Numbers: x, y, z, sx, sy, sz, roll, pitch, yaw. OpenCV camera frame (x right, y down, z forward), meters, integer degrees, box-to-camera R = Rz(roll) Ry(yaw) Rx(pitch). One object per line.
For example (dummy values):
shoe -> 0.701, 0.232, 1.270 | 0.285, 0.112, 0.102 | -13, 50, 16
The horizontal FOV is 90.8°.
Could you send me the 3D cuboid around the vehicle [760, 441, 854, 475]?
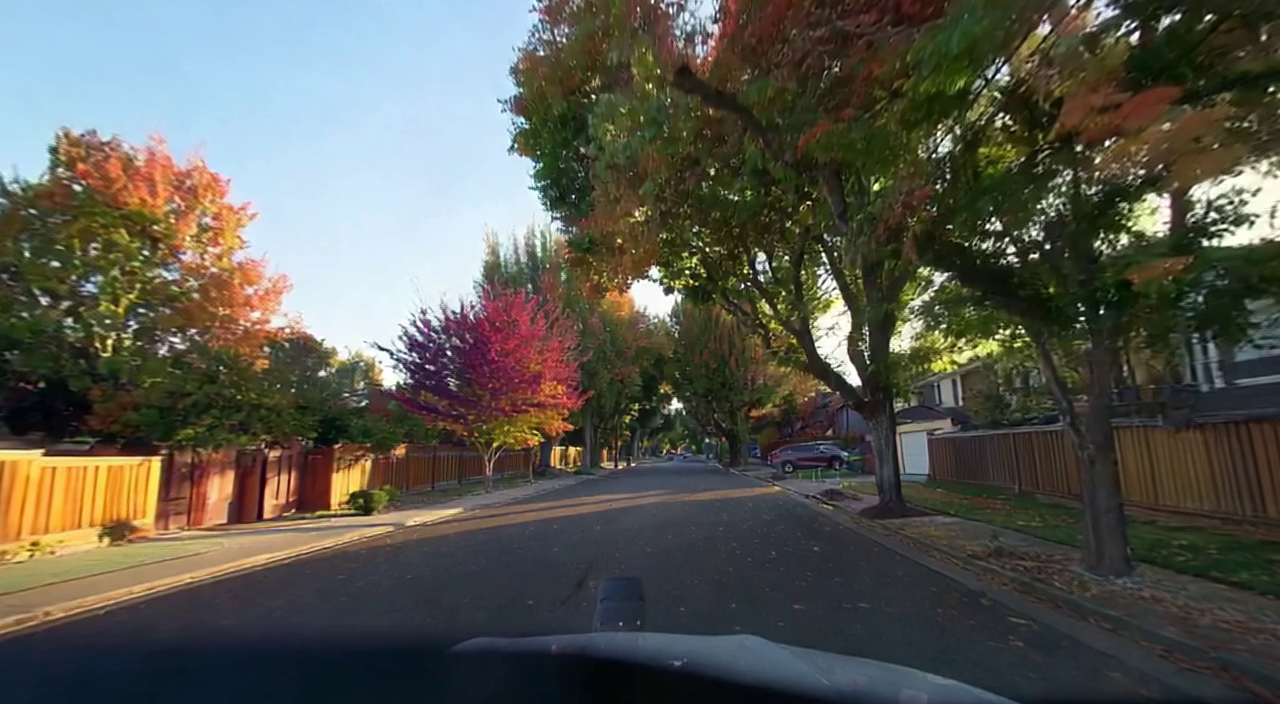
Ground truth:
vehicle -> 9.352, 5.971, 35.761 | 4.806, 1.851, 2.050 | -1, -9, 5
